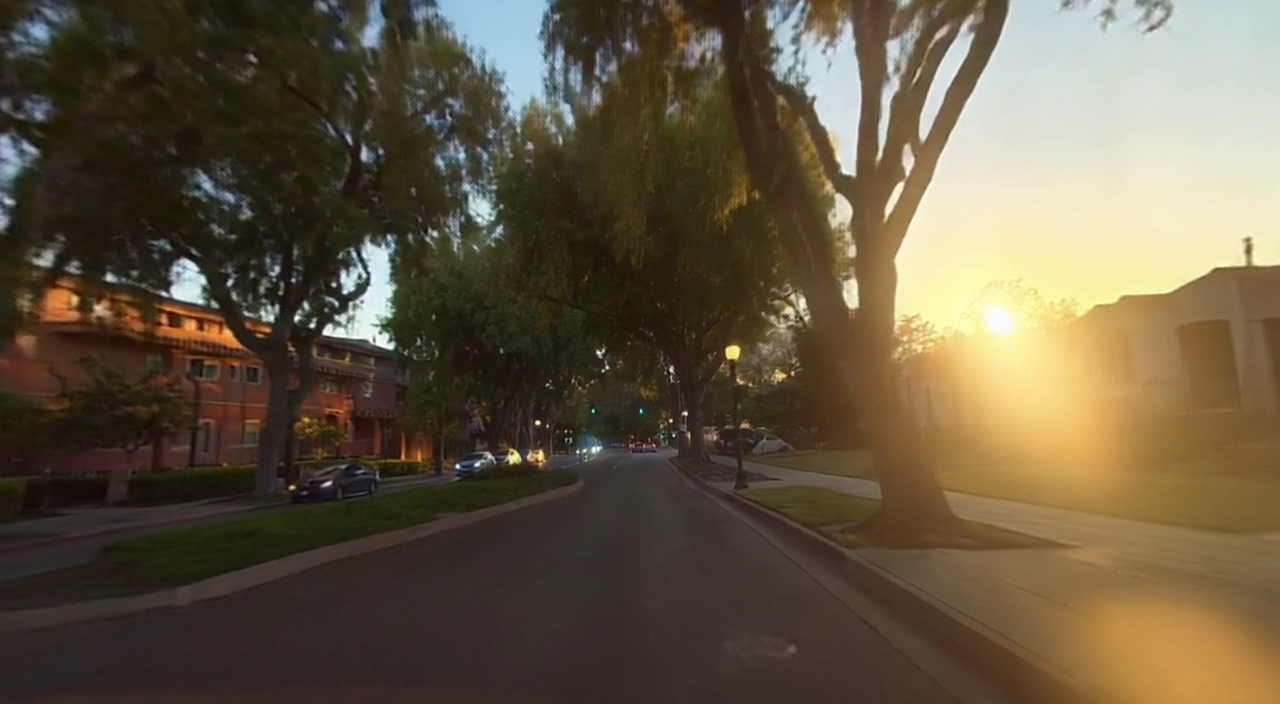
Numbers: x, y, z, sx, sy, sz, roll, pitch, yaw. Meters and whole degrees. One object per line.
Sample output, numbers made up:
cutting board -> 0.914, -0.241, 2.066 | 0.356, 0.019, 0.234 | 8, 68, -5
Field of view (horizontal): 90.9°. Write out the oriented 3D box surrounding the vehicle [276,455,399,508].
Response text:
vehicle -> -10.061, 4.305, 21.434 | 1.892, 1.484, 4.576 | 0, -8, 0

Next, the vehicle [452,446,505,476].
vehicle -> -10.336, 6.979, 40.711 | 1.995, 1.657, 4.609 | -4, -8, 3

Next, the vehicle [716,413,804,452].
vehicle -> 9.092, 6.136, 47.853 | 6.019, 2.672, 2.563 | -5, -9, 27

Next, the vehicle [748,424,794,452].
vehicle -> 8.815, 5.850, 42.909 | 1.999, 1.753, 4.995 | 0, -8, -1
